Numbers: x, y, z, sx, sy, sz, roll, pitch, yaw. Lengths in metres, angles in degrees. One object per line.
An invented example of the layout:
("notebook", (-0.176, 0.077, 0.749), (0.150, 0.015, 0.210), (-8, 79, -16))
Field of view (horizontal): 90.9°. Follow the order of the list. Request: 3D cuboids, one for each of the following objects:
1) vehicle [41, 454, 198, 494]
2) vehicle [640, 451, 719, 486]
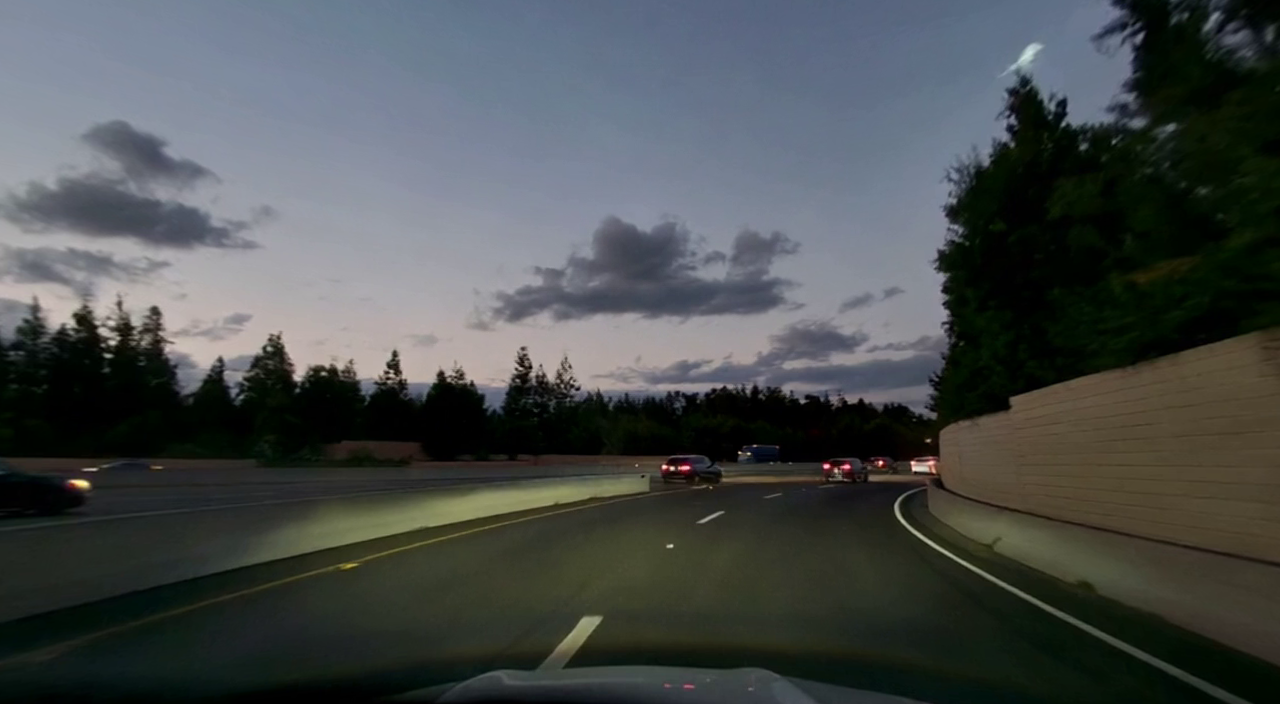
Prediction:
("vehicle", (-21.195, 4.938, 25.835), (1.735, 1.419, 4.560), (-7, -11, 37))
("vehicle", (2.029, 5.745, 31.419), (1.769, 1.583, 4.387), (-7, -11, 37))
